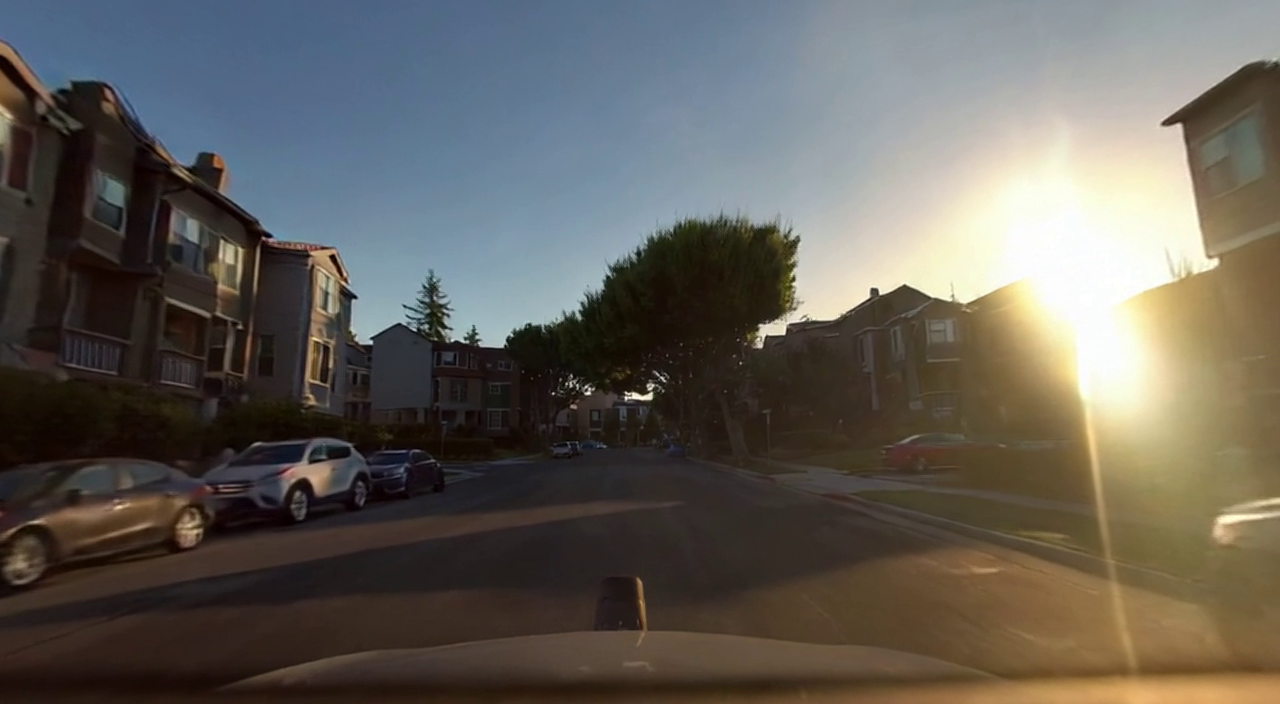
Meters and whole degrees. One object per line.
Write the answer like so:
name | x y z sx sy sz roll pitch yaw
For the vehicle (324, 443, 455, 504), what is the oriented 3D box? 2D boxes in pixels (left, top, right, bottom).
vehicle | -7.193 3.522 18.707 1.912 1.466 4.754 -2 -9 1

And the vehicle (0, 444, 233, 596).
vehicle | -7.429 1.966 8.184 1.845 1.510 3.729 0 -9 -3

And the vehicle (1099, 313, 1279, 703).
vehicle | 4.094 0.591 1.466 2.216 1.955 4.970 0 -9 0

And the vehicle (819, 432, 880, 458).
vehicle | 13.158 5.902 39.932 2.068 1.522 4.810 0 -9 -2

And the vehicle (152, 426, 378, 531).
vehicle | -7.486 2.587 13.254 2.136 1.758 4.297 -2 -9 -1

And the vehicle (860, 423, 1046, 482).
vehicle | 9.701 3.147 19.871 4.726 1.731 2.075 -1 -9 4

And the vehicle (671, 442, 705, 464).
vehicle | 3.444 7.306 45.584 1.956 1.468 4.698 0 -9 -2
